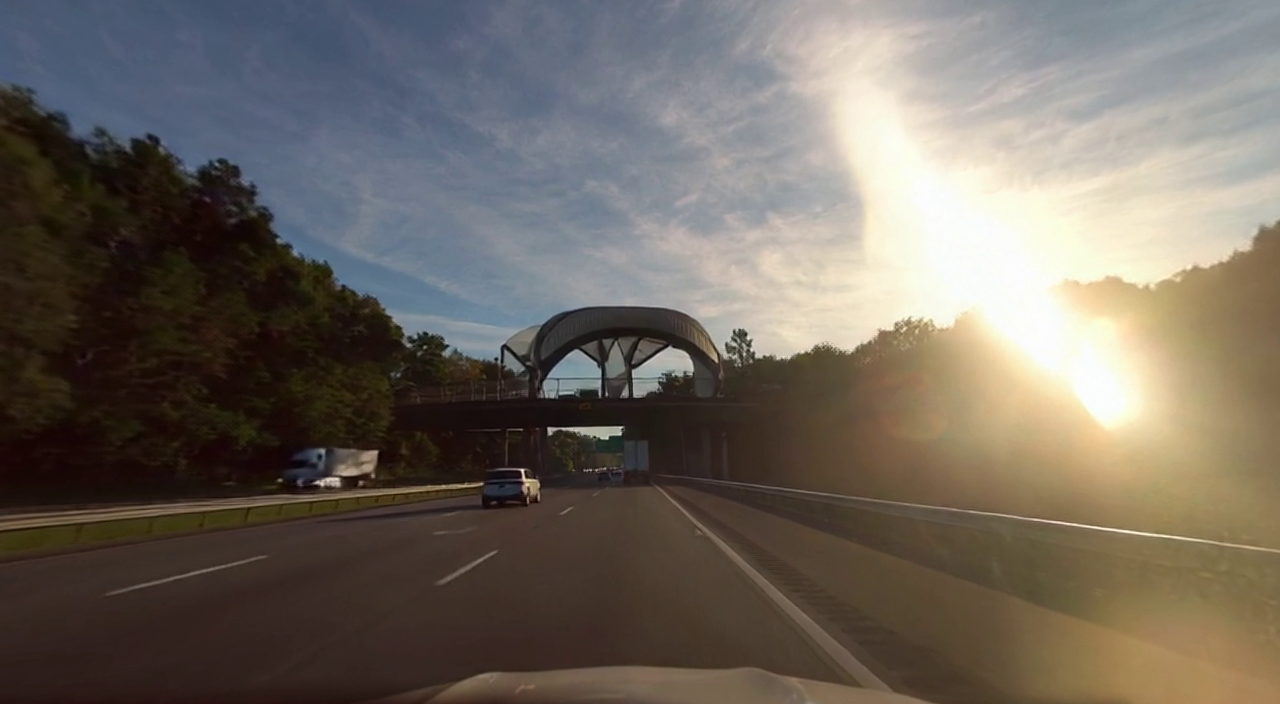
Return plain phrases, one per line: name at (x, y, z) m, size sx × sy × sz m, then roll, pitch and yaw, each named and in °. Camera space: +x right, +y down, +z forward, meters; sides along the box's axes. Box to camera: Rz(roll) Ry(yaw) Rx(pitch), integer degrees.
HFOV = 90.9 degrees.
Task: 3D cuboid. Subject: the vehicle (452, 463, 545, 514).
vehicle at (-4.510, 4.456, 20.939) m, size 1.950 × 1.460 × 4.812 m, roll 1°, pitch -10°, yaw 0°
